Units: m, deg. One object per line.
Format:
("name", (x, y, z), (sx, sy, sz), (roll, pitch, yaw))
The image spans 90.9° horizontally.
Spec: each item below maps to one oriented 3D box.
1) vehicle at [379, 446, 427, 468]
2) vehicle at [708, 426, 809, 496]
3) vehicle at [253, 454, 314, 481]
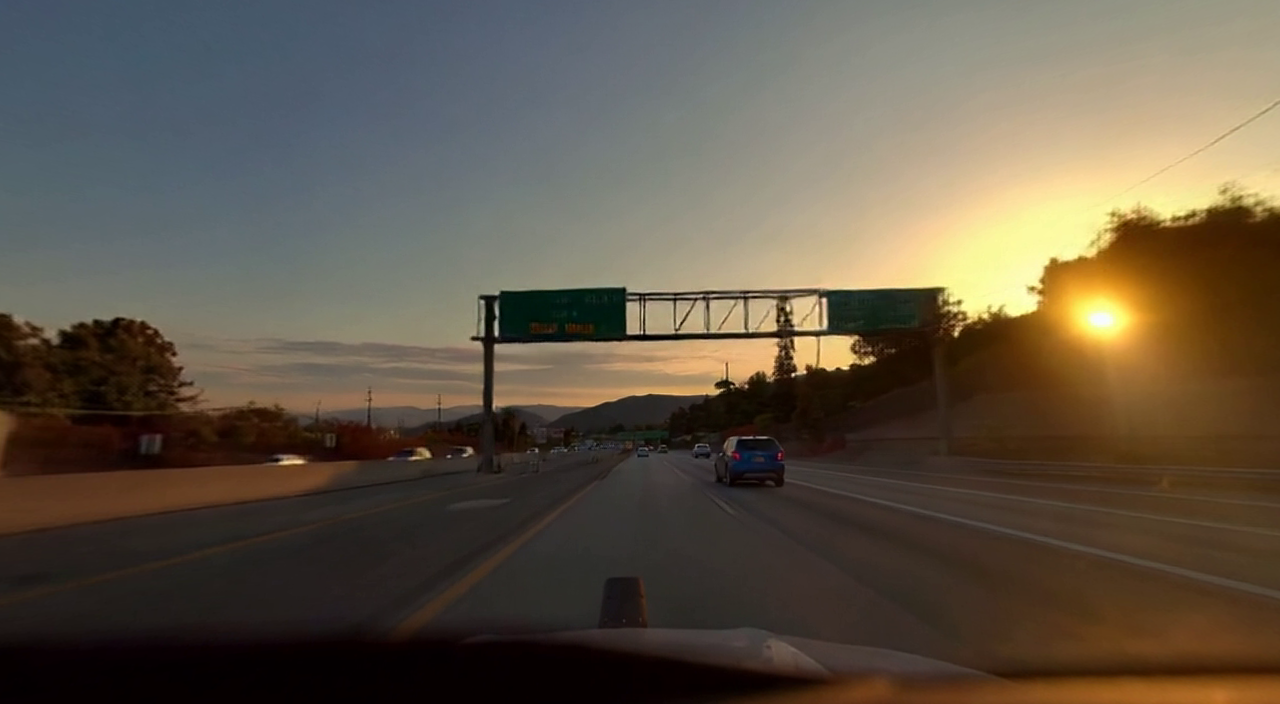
("vehicle", (-16.275, 7.212, 43.498), (1.861, 1.432, 3.578), (-1, -8, 1))
("vehicle", (3.360, 3.199, 18.844), (2.120, 1.832, 4.287), (0, -8, -1))
("vehicle", (-19.621, 6.348, 34.852), (1.460, 1.325, 3.264), (0, -8, 0))
